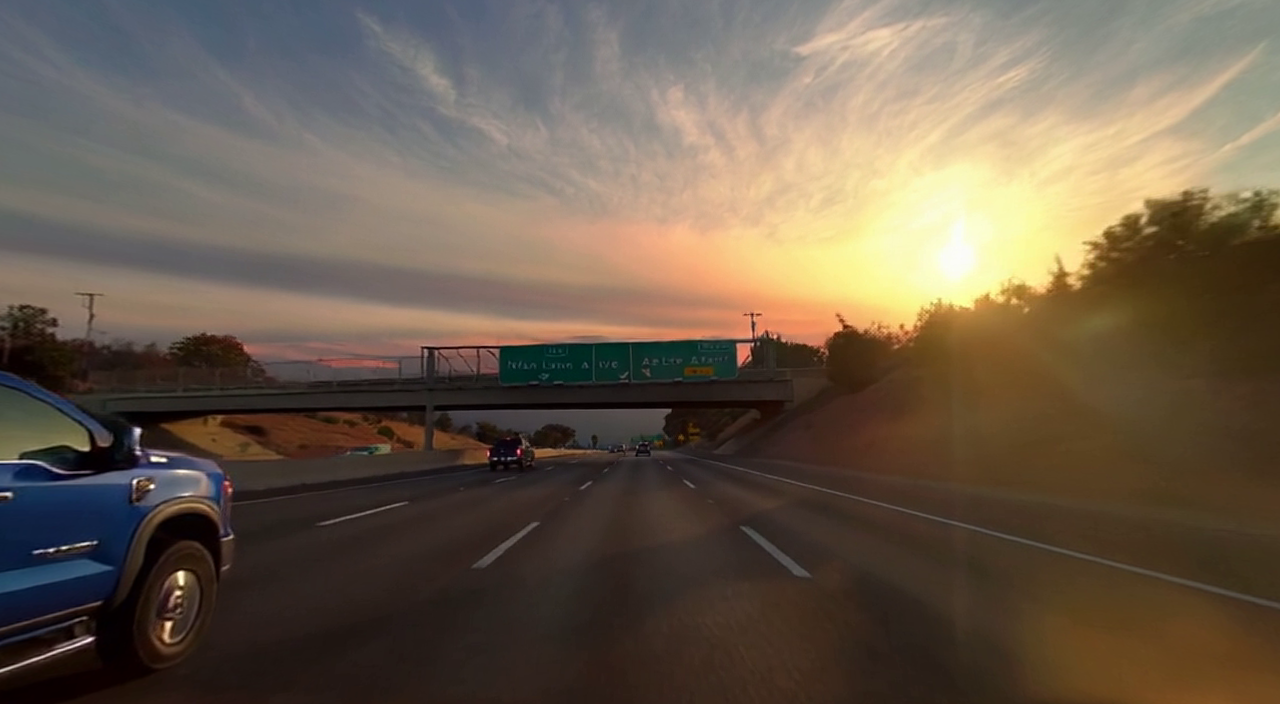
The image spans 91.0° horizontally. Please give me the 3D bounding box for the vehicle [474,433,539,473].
[{"bbox_3d":[-7.003,5.357,33.636,2.260,1.917,5.499,0,-9,0],"label":"vehicle"}]

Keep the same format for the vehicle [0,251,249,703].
[{"bbox_3d":[-3.663,0.375,0.790,2.339,2.004,6.171,0,-9,0],"label":"vehicle"}]
